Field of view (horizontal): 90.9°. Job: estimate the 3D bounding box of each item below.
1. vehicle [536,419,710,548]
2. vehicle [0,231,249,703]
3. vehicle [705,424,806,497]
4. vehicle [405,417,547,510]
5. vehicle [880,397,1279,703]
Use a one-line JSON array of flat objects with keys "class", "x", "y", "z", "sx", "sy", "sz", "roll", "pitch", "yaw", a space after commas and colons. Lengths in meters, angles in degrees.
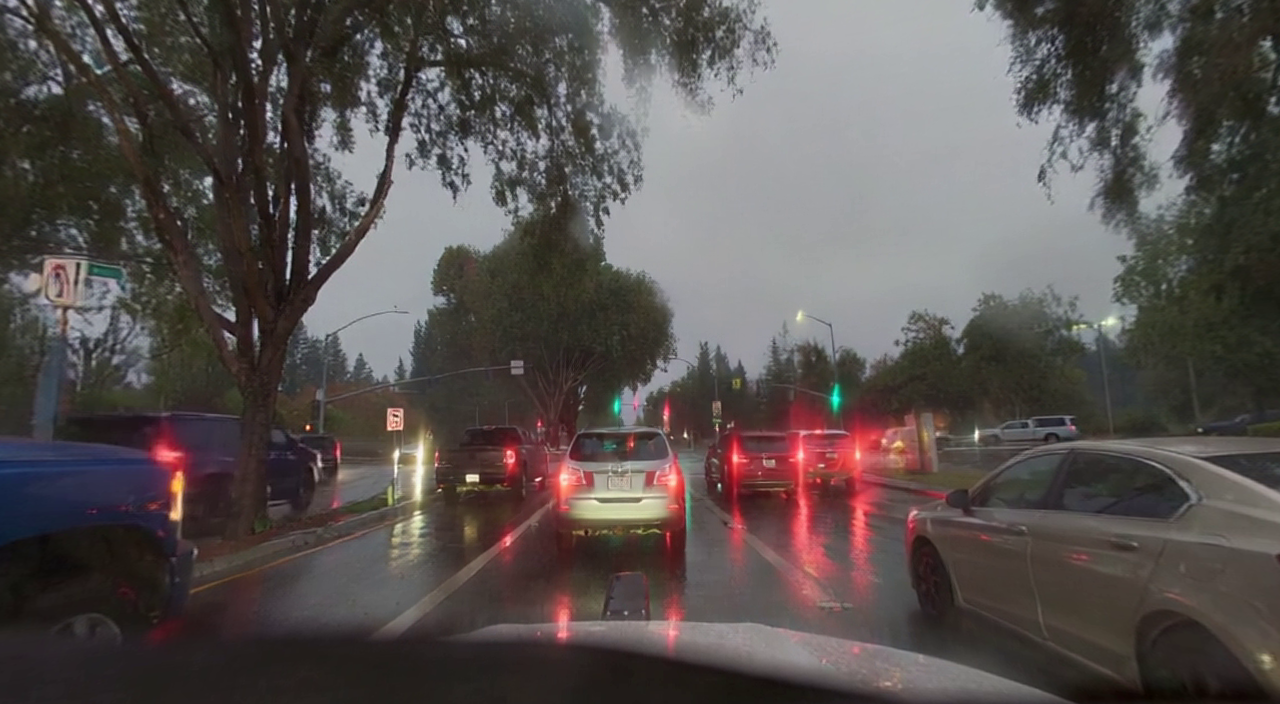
[{"class": "vehicle", "x": -0.223, "y": 1.938, "z": 9.890, "sx": 2.194, "sy": 1.607, "sz": 3.690, "roll": 0, "pitch": -8, "yaw": 0}, {"class": "vehicle", "x": -3.469, "y": 0.374, "z": 0.444, "sx": 2.656, "sy": 2.021, "sz": 5.800, "roll": 0, "pitch": -8, "yaw": 0}, {"class": "vehicle", "x": 3.184, "y": 3.114, "z": 18.434, "sx": 2.102, "sy": 1.841, "sz": 4.587, "roll": 0, "pitch": -8, "yaw": 0}, {"class": "vehicle", "x": -3.637, "y": 2.572, "z": 14.979, "sx": 2.089, "sy": 1.857, "sz": 4.488, "roll": 0, "pitch": -8, "yaw": 1}, {"class": "vehicle", "x": 3.013, "y": 1.033, "z": 3.019, "sx": 1.874, "sy": 1.477, "sz": 4.698, "roll": 0, "pitch": -8, "yaw": 0}]
